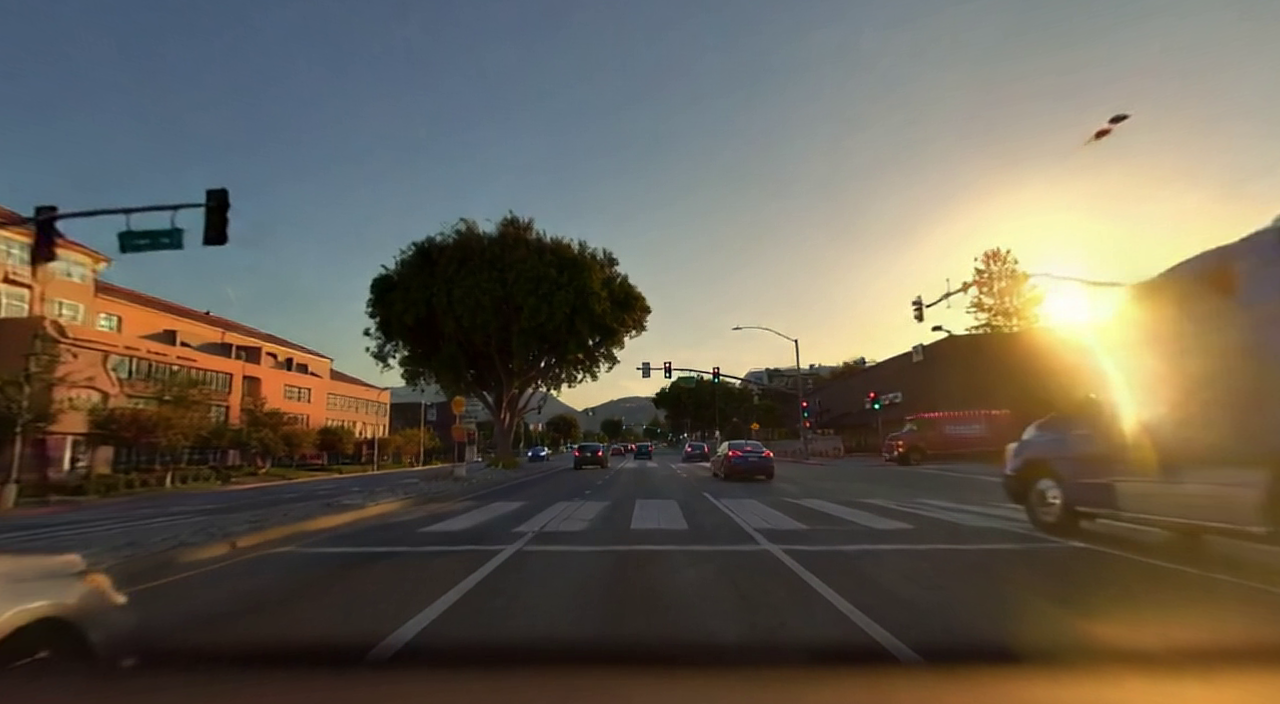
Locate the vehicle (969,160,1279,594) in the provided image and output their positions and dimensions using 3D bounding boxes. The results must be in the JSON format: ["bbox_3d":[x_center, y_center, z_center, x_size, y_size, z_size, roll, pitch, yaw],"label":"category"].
[{"bbox_3d":[7.129,0.309,6.096,3.159,3.716,8.959,0,-8,1],"label":"vehicle"}]

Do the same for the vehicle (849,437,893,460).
[{"bbox_3d":[14.446,5.998,39.227,1.920,1.346,4.247,-5,-9,27],"label":"vehicle"}]

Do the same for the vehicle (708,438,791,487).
[{"bbox_3d":[3.563,3.672,21.280,1.972,1.452,4.189,0,-8,-1],"label":"vehicle"}]

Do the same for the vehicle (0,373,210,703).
[{"bbox_3d":[-3.187,0.638,0.688,2.024,1.529,4.741,0,-8,1],"label":"vehicle"}]

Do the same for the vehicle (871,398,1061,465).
[{"bbox_3d":[16.831,4.235,33.136,8.201,3.281,2.759,-1,-8,7],"label":"vehicle"}]

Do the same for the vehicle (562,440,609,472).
[{"bbox_3d":[-2.759,5.336,32.647,2.003,1.509,4.396,0,-8,1],"label":"vehicle"}]

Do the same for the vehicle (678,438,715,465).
[{"bbox_3d":[3.683,6.580,41.965,2.050,1.683,3.990,0,-8,0],"label":"vehicle"}]
